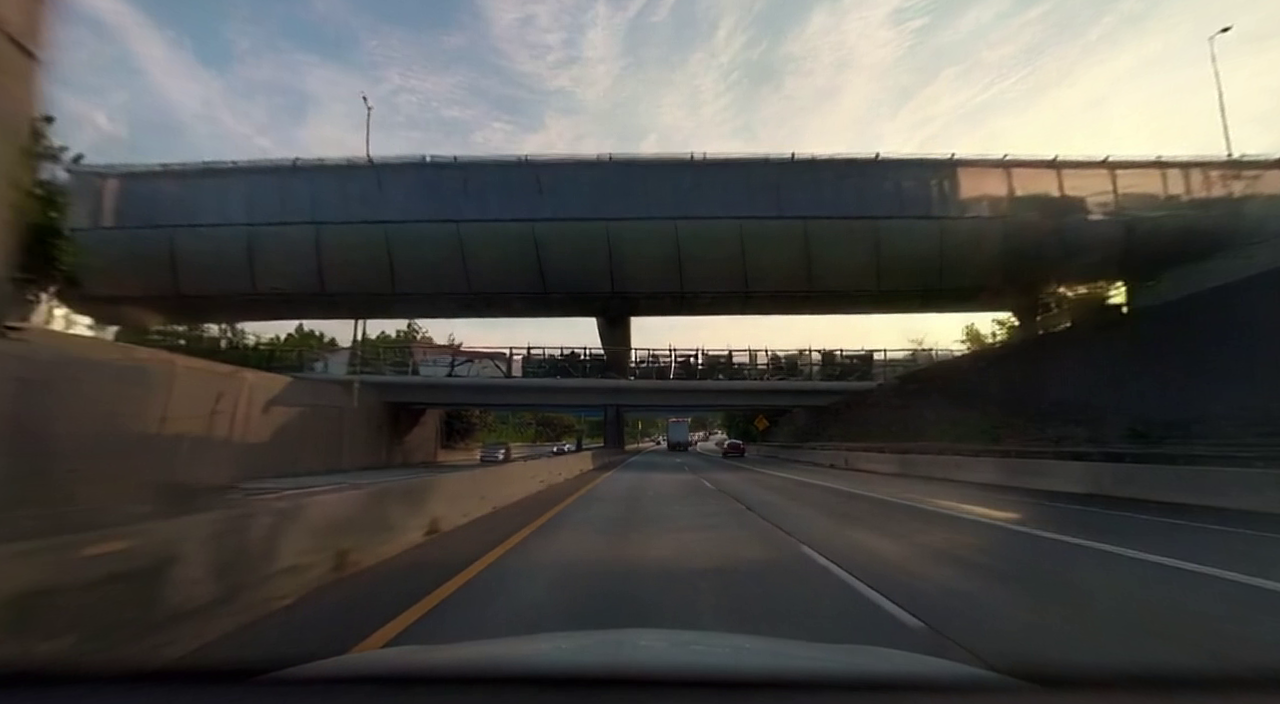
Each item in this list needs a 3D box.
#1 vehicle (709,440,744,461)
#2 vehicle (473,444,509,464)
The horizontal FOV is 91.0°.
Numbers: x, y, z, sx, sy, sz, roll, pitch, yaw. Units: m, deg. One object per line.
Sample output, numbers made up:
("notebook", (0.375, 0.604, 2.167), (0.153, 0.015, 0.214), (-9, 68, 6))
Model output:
("vehicle", (6.283, 7.203, 46.107), (2.007, 1.470, 4.040), (0, -8, 1))
("vehicle", (-11.321, 7.745, 48.043), (1.781, 1.462, 3.694), (0, -8, 1))
